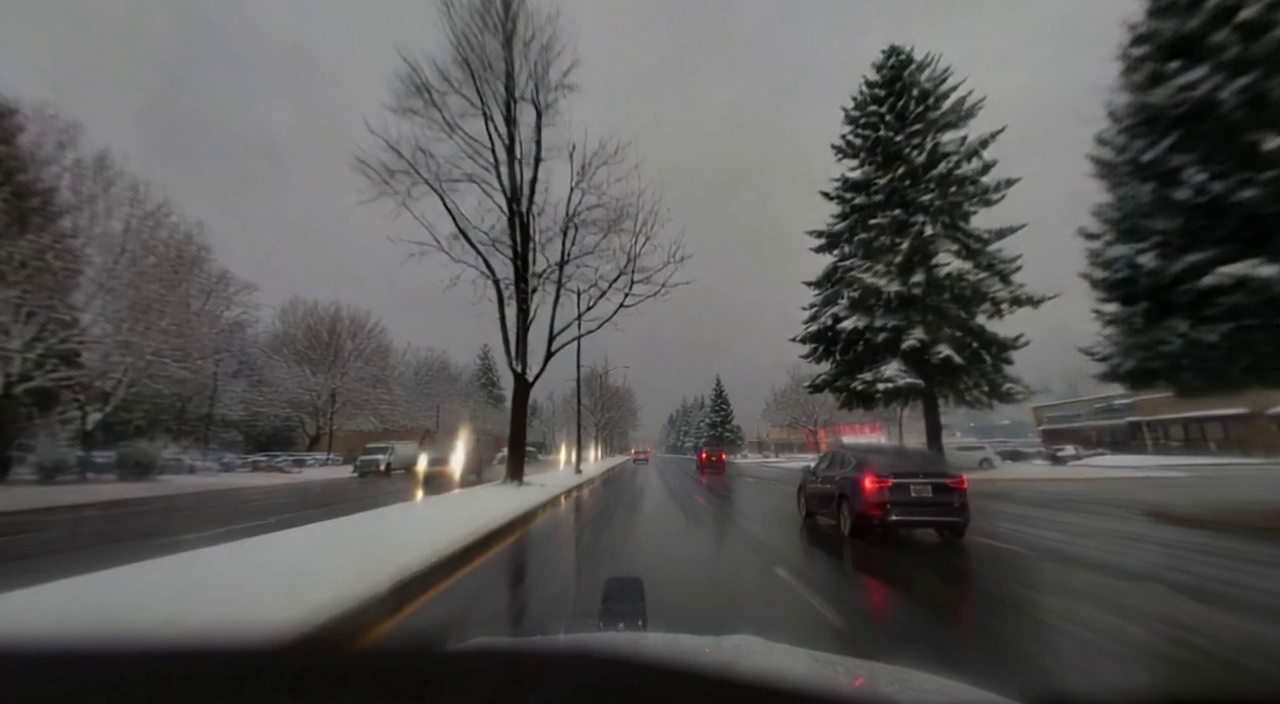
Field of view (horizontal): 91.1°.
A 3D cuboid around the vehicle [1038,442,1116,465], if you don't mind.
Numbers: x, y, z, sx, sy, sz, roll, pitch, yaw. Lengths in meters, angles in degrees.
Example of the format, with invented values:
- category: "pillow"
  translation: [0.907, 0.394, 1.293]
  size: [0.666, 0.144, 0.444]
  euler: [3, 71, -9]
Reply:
- category: "vehicle"
  translation: [32.255, 7.492, 46.404]
  size: [4.394, 1.681, 2.009]
  euler: [1, -8, -5]

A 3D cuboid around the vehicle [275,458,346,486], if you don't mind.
- category: "vehicle"
  translation: [-19.234, 7.010, 36.838]
  size: [1.787, 1.452, 4.482]
  euler: [0, -9, -1]

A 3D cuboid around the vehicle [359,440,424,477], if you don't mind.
- category: "vehicle"
  translation: [-19.120, 8.233, 48.765]
  size: [2.242, 2.633, 6.792]
  euler: [0, -9, 1]

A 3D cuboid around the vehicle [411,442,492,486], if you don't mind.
- category: "vehicle"
  translation: [-8.523, 5.089, 28.890]
  size: [2.156, 1.838, 4.945]
  euler: [0, -9, 0]

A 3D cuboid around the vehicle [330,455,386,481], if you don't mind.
- category: "vehicle"
  translation: [-19.074, 7.844, 42.624]
  size: [1.841, 1.573, 4.254]
  euler: [0, -9, -1]

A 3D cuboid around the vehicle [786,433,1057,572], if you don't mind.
- category: "vehicle"
  translation: [3.614, 1.993, 9.158]
  size: [1.935, 1.501, 4.384]
  euler: [0, -9, 0]

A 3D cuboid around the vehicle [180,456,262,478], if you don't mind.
- category: "vehicle"
  translation: [-29.916, 8.210, 44.908]
  size: [4.549, 1.438, 1.796]
  euler: [0, -9, -1]

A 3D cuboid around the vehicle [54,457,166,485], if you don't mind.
- category: "vehicle"
  translation: [-29.743, 6.679, 35.315]
  size: [4.499, 1.476, 1.869]
  euler: [0, -9, -1]
